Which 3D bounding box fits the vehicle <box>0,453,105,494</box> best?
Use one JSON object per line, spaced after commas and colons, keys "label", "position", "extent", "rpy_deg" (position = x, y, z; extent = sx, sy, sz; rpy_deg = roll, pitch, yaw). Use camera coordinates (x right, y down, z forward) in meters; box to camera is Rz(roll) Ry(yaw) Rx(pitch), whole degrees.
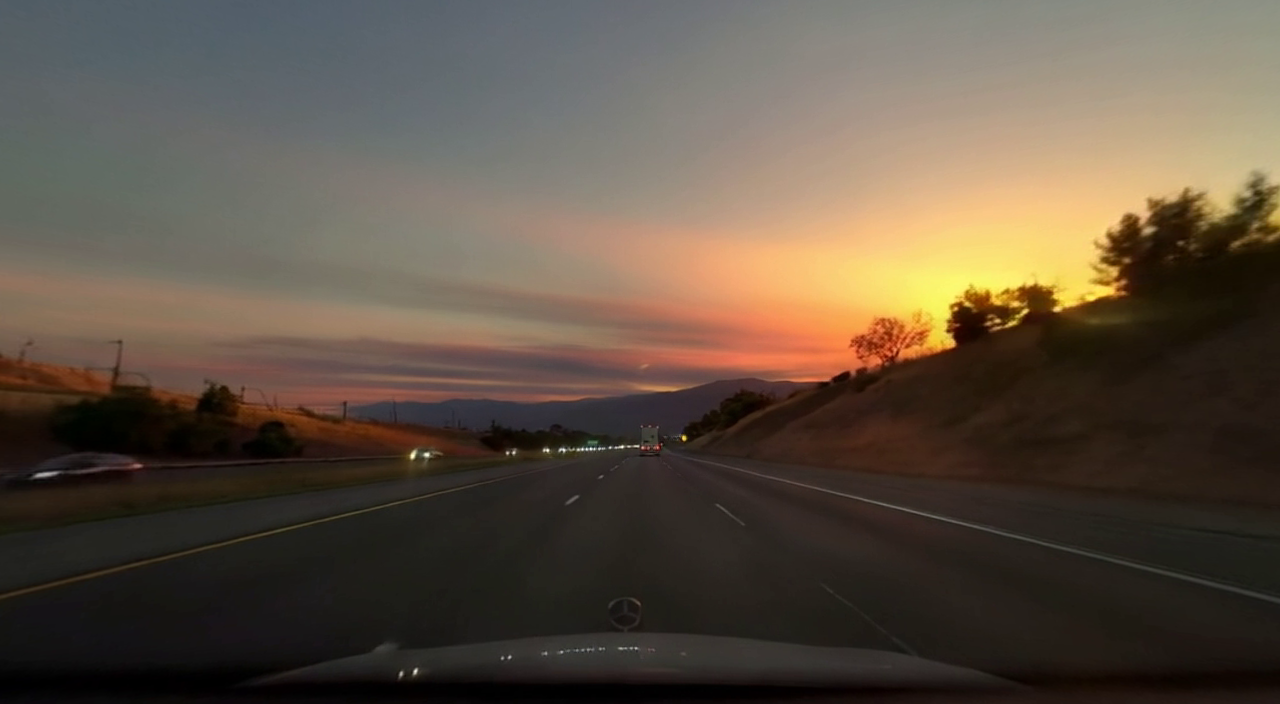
{"label": "vehicle", "position": [-25.715, 5.062, 26.622], "extent": [1.921, 1.521, 4.706], "rpy_deg": [0, -9, 1]}
